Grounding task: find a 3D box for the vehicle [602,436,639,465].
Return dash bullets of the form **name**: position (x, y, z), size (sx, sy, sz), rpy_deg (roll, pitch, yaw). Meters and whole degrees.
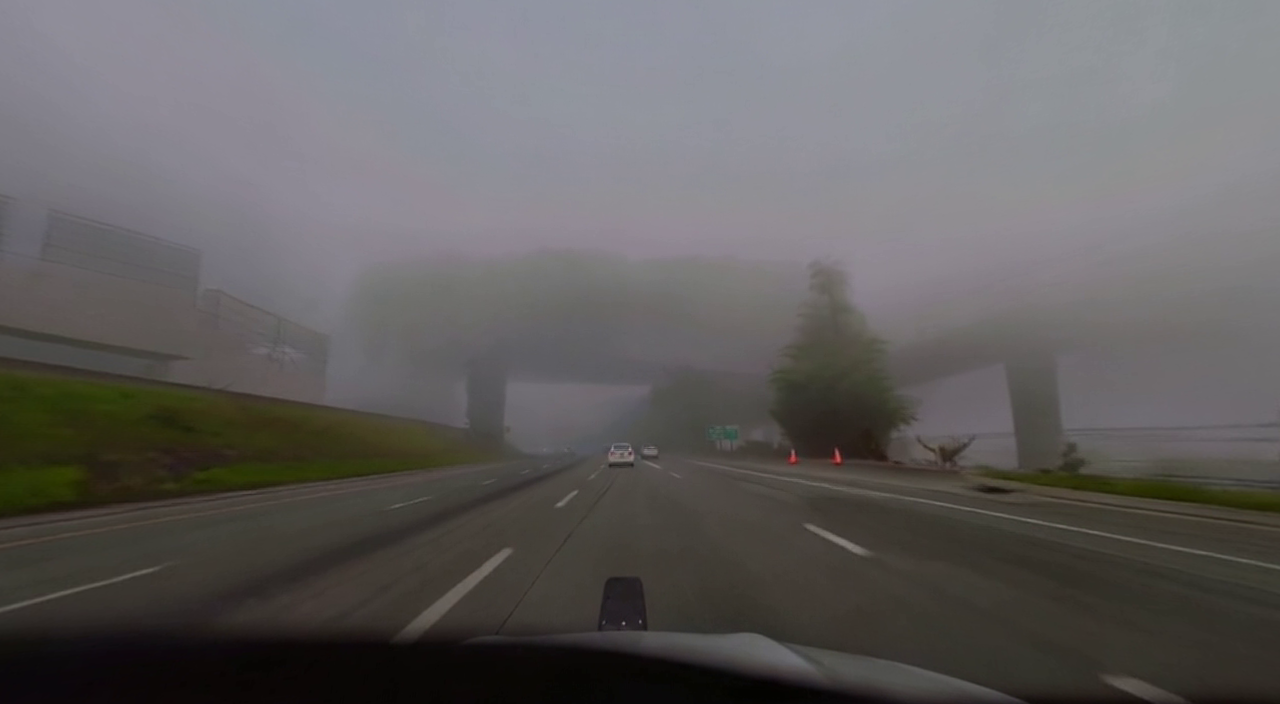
- **vehicle**: position (-1.352, 6.561, 42.290), size (2.328, 1.805, 4.502), rpy_deg (0, -8, -3)
